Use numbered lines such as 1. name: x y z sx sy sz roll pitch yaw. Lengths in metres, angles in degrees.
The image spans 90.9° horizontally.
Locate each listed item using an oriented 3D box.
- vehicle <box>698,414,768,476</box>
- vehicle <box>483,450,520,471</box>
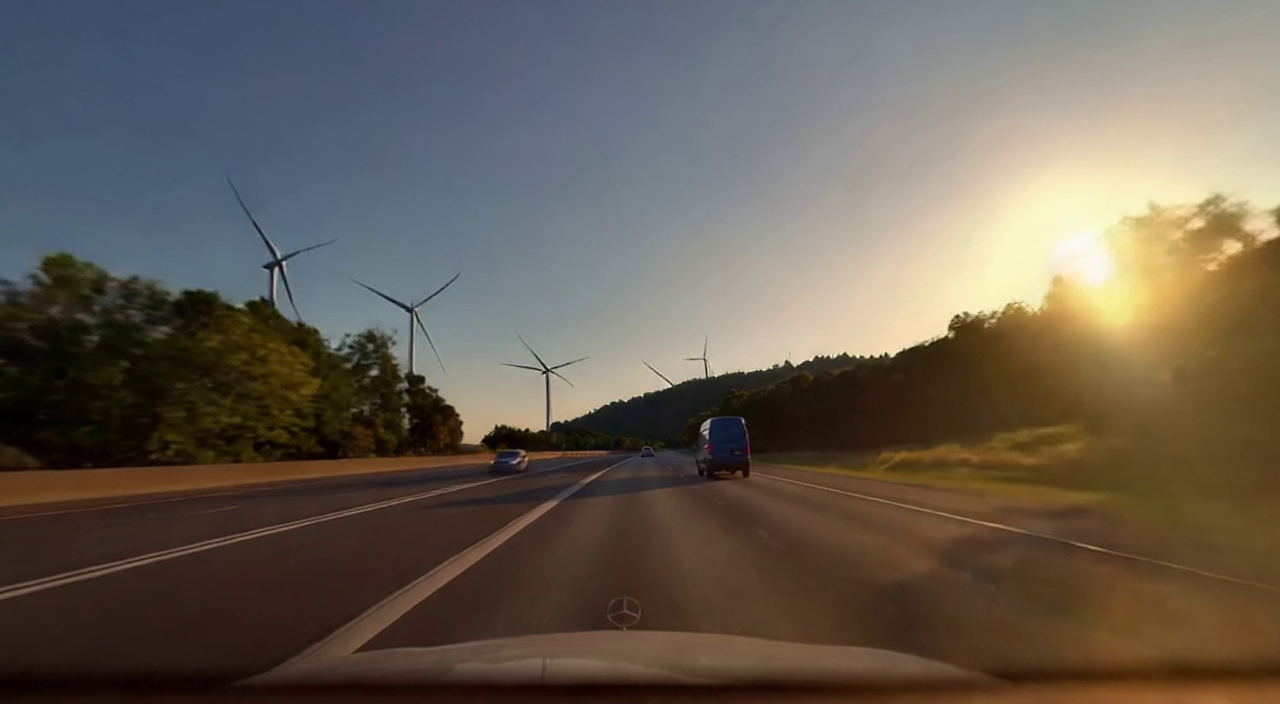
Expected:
1. vehicle: 4.359 4.545 30.718 2.437 2.735 5.507 0 -9 -1
2. vehicle: -10.240 8.032 46.843 1.914 1.446 3.942 0 -9 -1
